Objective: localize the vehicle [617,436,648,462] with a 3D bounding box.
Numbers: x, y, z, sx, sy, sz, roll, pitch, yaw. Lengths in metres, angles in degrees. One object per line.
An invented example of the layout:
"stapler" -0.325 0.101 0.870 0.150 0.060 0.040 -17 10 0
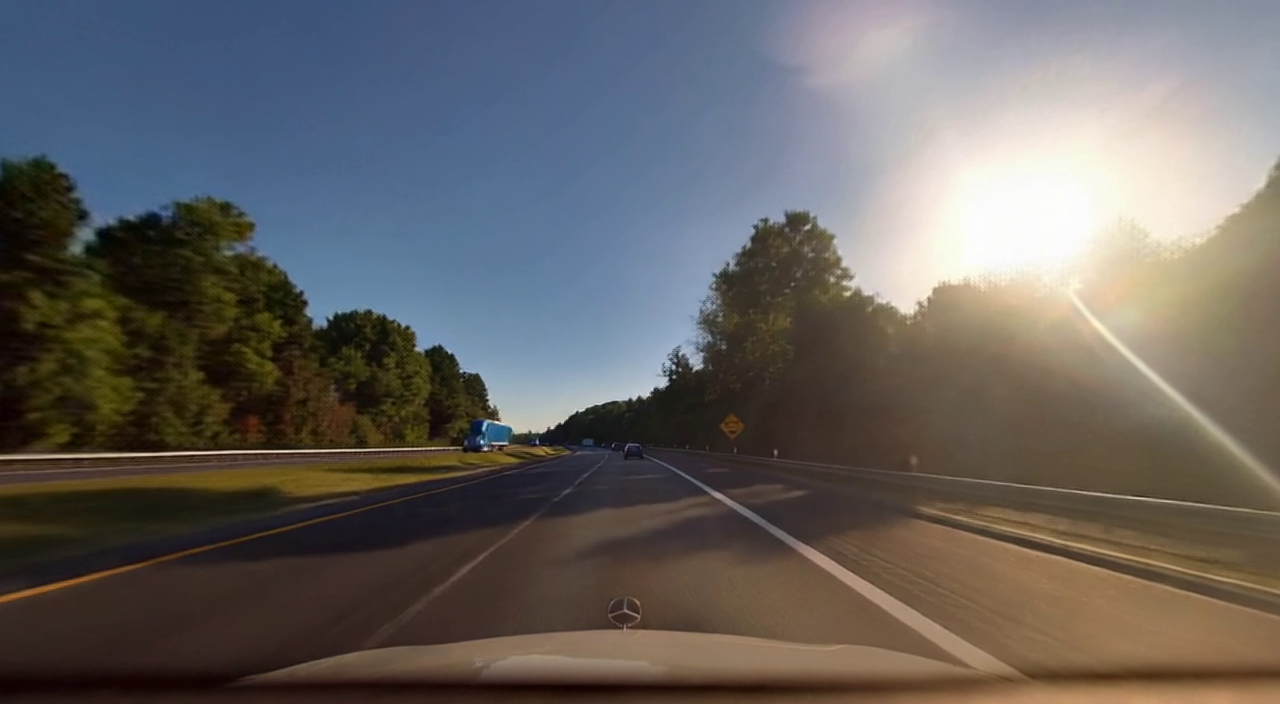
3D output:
"vehicle" -0.596 6.948 45.096 2.079 1.729 4.380 0 -8 -3
